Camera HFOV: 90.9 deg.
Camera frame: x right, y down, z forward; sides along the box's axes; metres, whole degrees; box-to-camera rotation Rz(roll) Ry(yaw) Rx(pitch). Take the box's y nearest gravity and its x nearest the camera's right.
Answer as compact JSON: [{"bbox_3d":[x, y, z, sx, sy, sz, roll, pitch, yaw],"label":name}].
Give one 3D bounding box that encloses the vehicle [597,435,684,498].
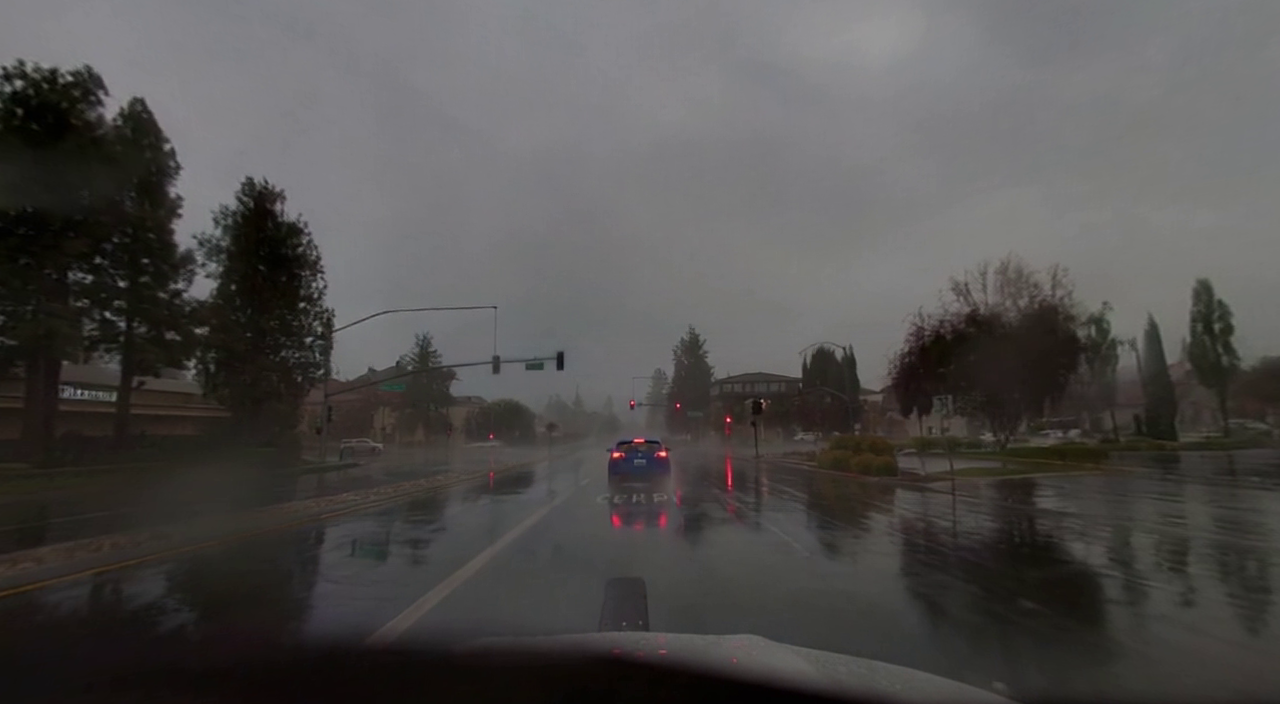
[{"bbox_3d":[-0.031,3.040,17.201,2.028,1.478,4.545,0,-8,-1],"label":"vehicle"}]
